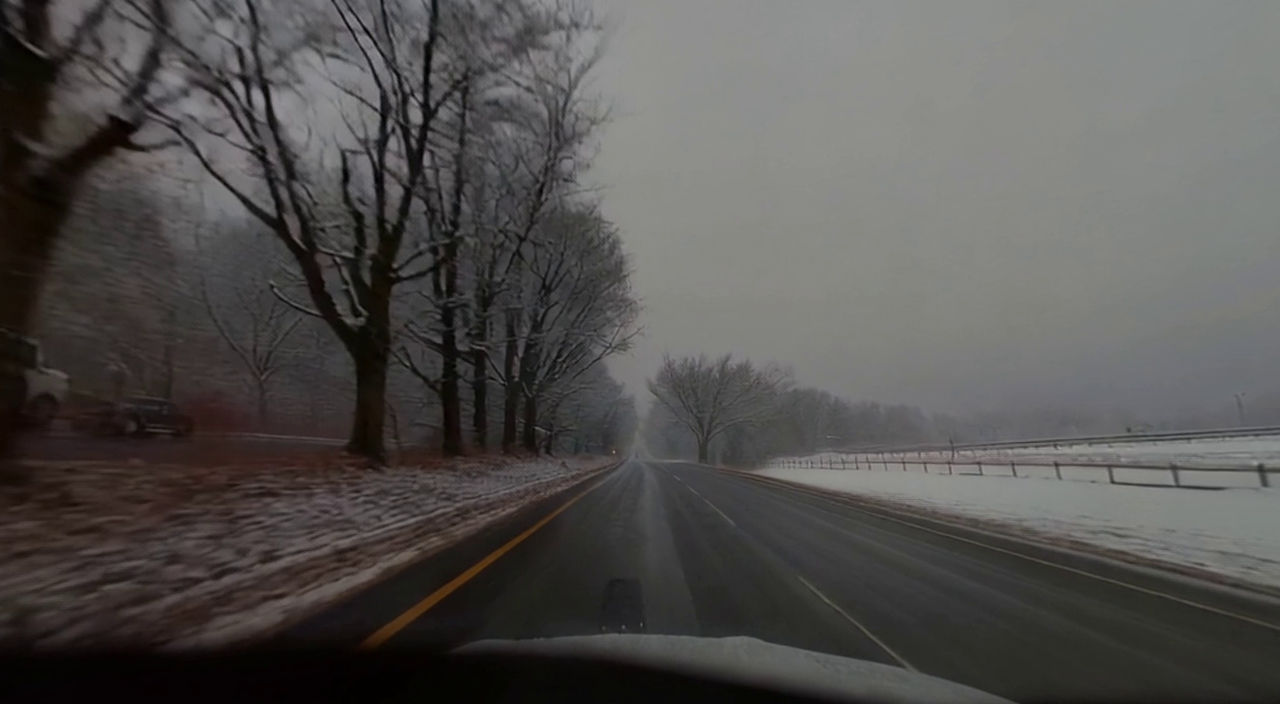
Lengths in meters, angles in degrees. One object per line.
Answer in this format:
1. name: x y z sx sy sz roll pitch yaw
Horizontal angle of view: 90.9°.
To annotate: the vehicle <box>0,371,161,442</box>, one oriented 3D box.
1. vehicle: -19.077 1.923 20.643 2.339 1.956 5.312 -1 -8 4
